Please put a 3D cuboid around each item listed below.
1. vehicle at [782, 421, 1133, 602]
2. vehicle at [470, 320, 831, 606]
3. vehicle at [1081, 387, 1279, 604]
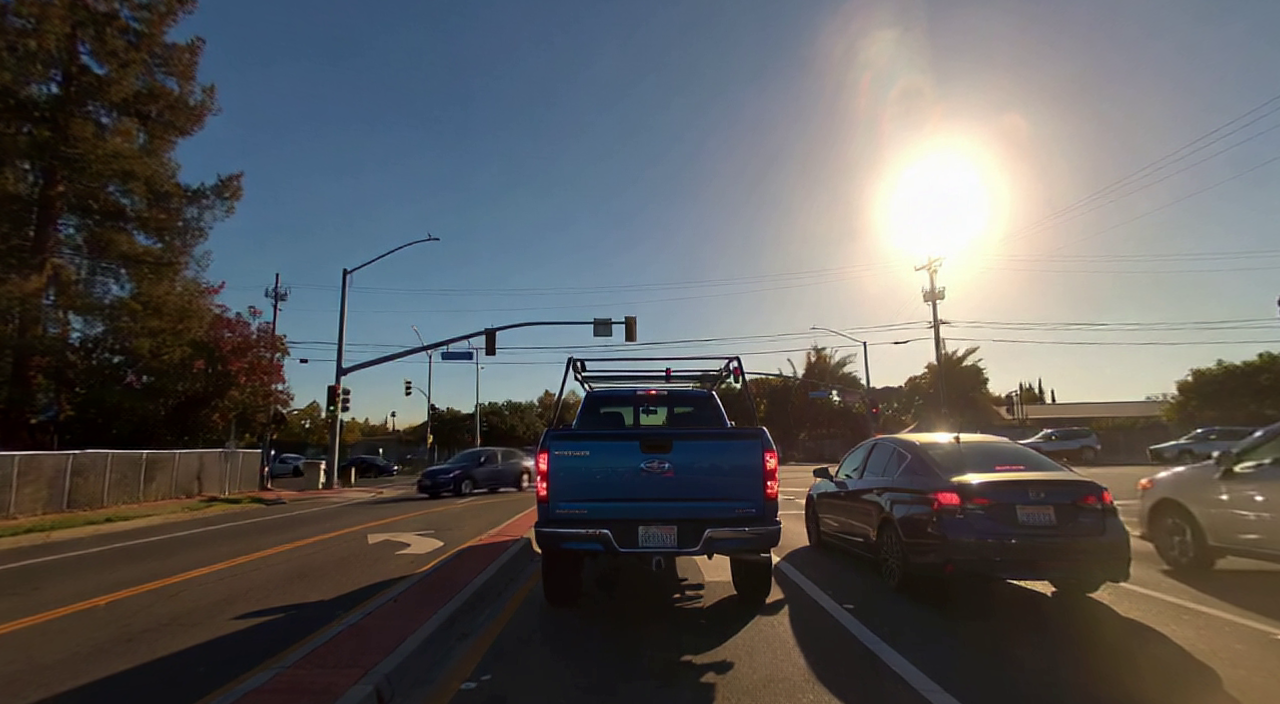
[{"bbox_3d":[3.112,1.637,7.352,1.993,1.495,4.060,0,-8,1],"label":"vehicle"},{"bbox_3d":[0.089,1.313,8.157,2.831,2.284,6.149,0,-8,0],"label":"vehicle"},{"bbox_3d":[6.133,1.155,5.091,1.982,1.727,4.352,0,-8,1],"label":"vehicle"}]
